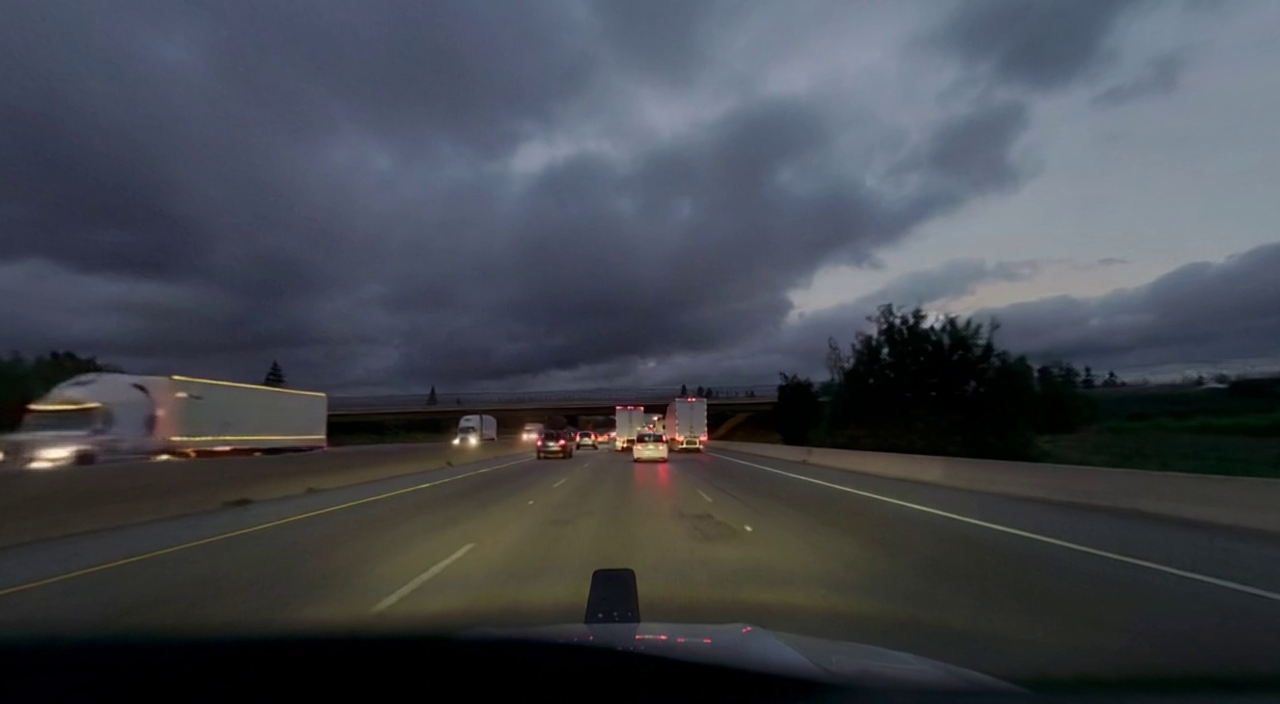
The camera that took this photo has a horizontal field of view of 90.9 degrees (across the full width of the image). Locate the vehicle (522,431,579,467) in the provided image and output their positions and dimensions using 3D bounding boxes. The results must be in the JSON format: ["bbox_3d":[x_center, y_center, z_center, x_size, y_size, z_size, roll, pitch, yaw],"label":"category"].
[{"bbox_3d":[-3.991,4.394,28.797,1.979,1.527,4.754,0,-8,-1],"label":"vehicle"}]

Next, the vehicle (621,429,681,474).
[{"bbox_3d":[0.339,3.692,23.616,2.059,1.522,3.693,0,-8,-2],"label":"vehicle"}]

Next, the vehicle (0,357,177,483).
[{"bbox_3d":[-20.979,2.567,23.079,3.051,3.954,6.368,0,-8,-1],"label":"vehicle"}]
